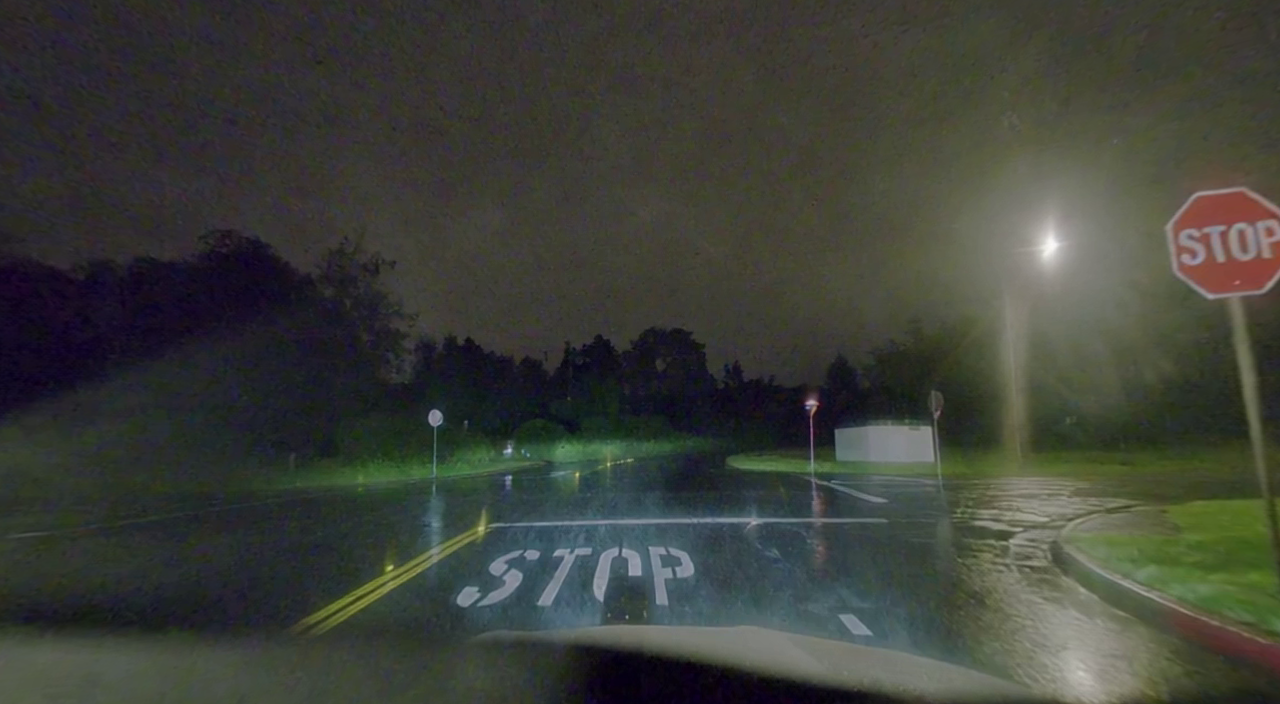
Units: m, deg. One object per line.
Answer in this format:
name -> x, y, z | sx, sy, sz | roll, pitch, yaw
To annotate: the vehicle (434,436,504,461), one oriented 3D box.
vehicle -> -12.627, 7.163, 46.752 | 4.590, 1.735, 1.973 | 0, -8, 2
